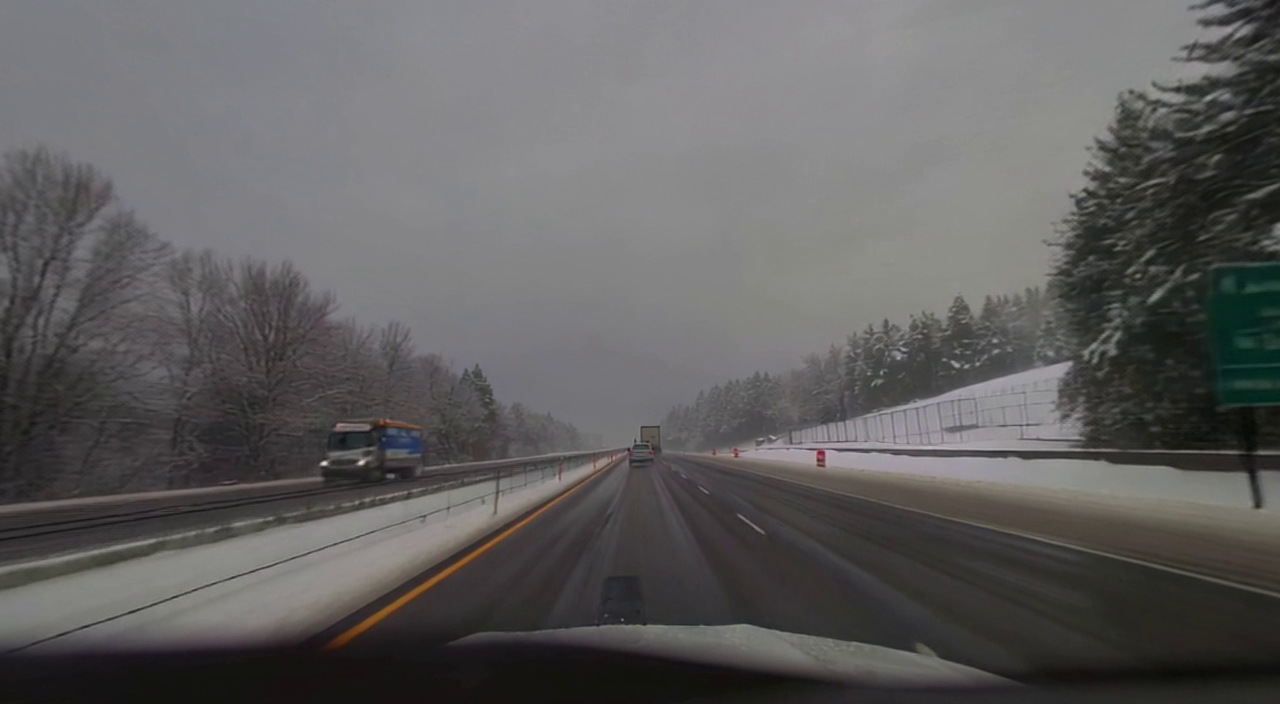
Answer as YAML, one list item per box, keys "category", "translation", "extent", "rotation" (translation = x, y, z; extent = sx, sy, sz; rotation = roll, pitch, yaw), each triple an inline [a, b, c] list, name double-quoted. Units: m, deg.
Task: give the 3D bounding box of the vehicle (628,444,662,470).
- category: "vehicle"
  translation: [0.300, 6.655, 40.105]
  extent: [2.065, 1.573, 3.734]
  rotation: [0, -9, -1]
